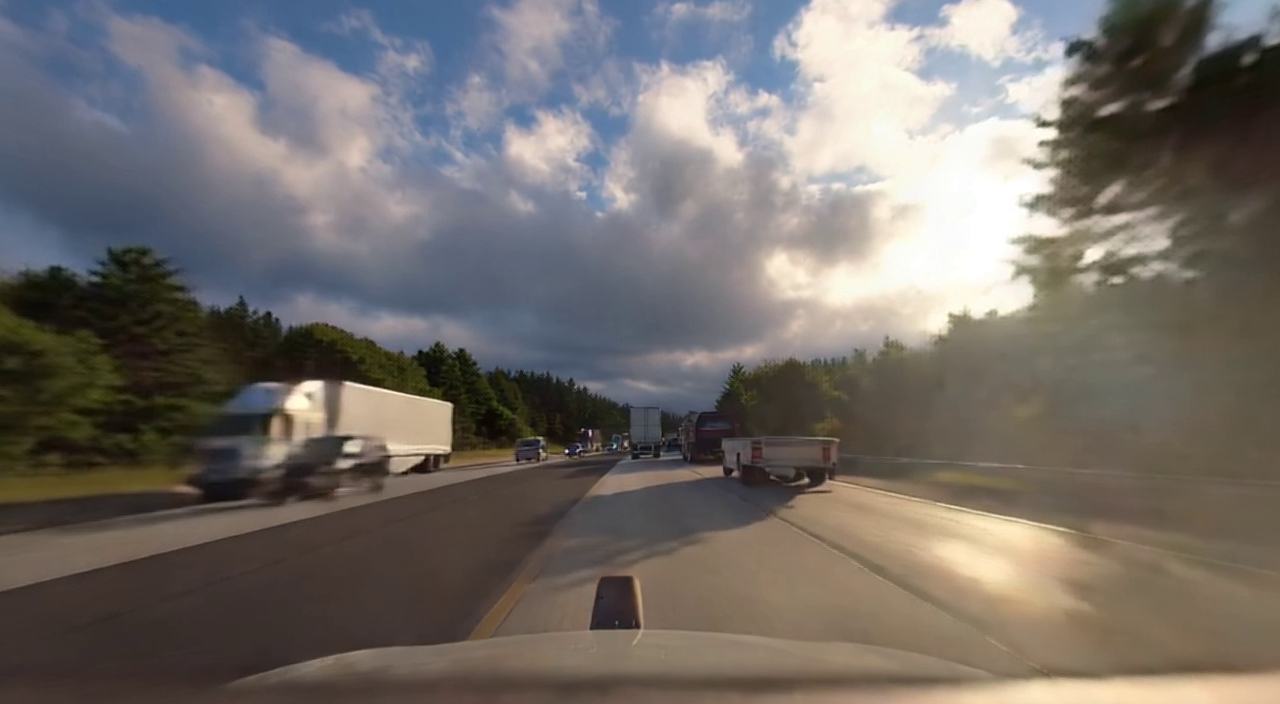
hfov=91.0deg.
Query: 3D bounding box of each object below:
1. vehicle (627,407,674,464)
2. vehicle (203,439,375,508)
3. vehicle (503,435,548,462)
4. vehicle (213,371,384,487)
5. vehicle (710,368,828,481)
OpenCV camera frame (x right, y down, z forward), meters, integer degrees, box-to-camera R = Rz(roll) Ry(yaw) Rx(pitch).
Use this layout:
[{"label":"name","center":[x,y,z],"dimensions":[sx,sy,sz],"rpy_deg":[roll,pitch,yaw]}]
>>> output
[{"label":"vehicle","center":[0.585,5.319,39.895],"dimensions":[2.644,3.247,7.454],"rpy_deg":[0,-8,0]},{"label":"vehicle","center":[-8.708,3.009,16.176],"dimensions":[1.900,1.495,4.478],"rpy_deg":[0,-8,-1]},{"label":"vehicle","center":[-8.207,6.975,45.735],"dimensions":[2.294,1.856,4.734],"rpy_deg":[-1,-8,1]},{"label":"vehicle","center":[-13.072,3.091,24.919],"dimensions":[2.939,3.930,6.425],"rpy_deg":[-1,-8,1]},{"label":"vehicle","center":[4.513,2.775,23.498],"dimensions":[2.956,3.604,6.277],"rpy_deg":[0,-8,-1]}]
